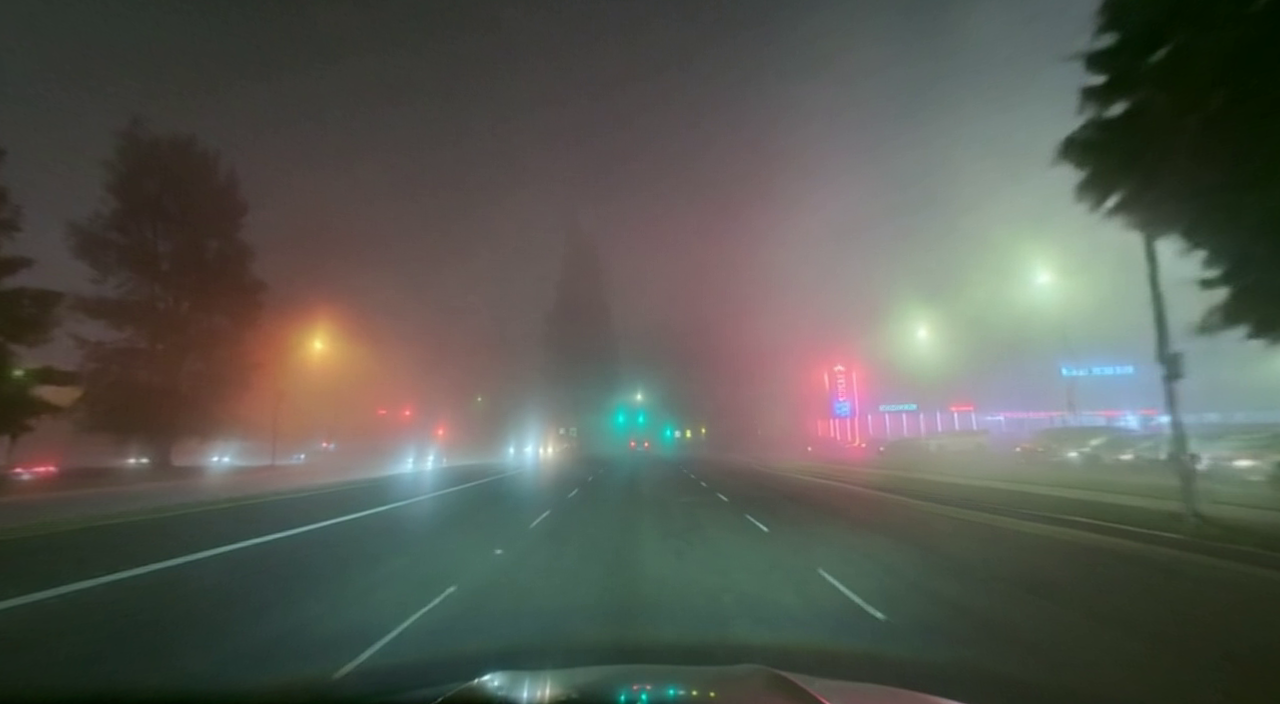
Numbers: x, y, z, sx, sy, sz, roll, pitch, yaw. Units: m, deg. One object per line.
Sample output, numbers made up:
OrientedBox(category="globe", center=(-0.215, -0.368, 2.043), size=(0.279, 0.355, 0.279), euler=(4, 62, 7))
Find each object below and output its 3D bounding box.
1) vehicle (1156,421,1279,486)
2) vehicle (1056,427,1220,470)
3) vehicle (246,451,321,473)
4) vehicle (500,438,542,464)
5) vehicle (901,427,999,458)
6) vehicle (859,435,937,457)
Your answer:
OrientedBox(category="vehicle", center=(17.522, 2.758, 17.590), size=(4.512, 1.459, 1.916), euler=(-3, -6, -2))
OrientedBox(category="vehicle", center=(17.673, 3.444, 22.532), size=(4.211, 1.418, 1.907), euler=(0, -9, 0))
OrientedBox(category="vehicle", center=(-27.243, 8.415, 48.256), size=(4.805, 1.537, 1.936), euler=(-2, -9, 11))
OrientedBox(category="vehicle", center=(-7.877, 6.615, 42.194), size=(2.231, 1.650, 5.052), euler=(0, -9, -4))
OrientedBox(category="vehicle", center=(17.441, 5.136, 35.619), size=(4.498, 1.671, 1.887), euler=(-1, -8, 3))
OrientedBox(category="vehicle", center=(16.887, 6.182, 41.487), size=(1.796, 1.351, 4.358), euler=(6, -11, -37))
